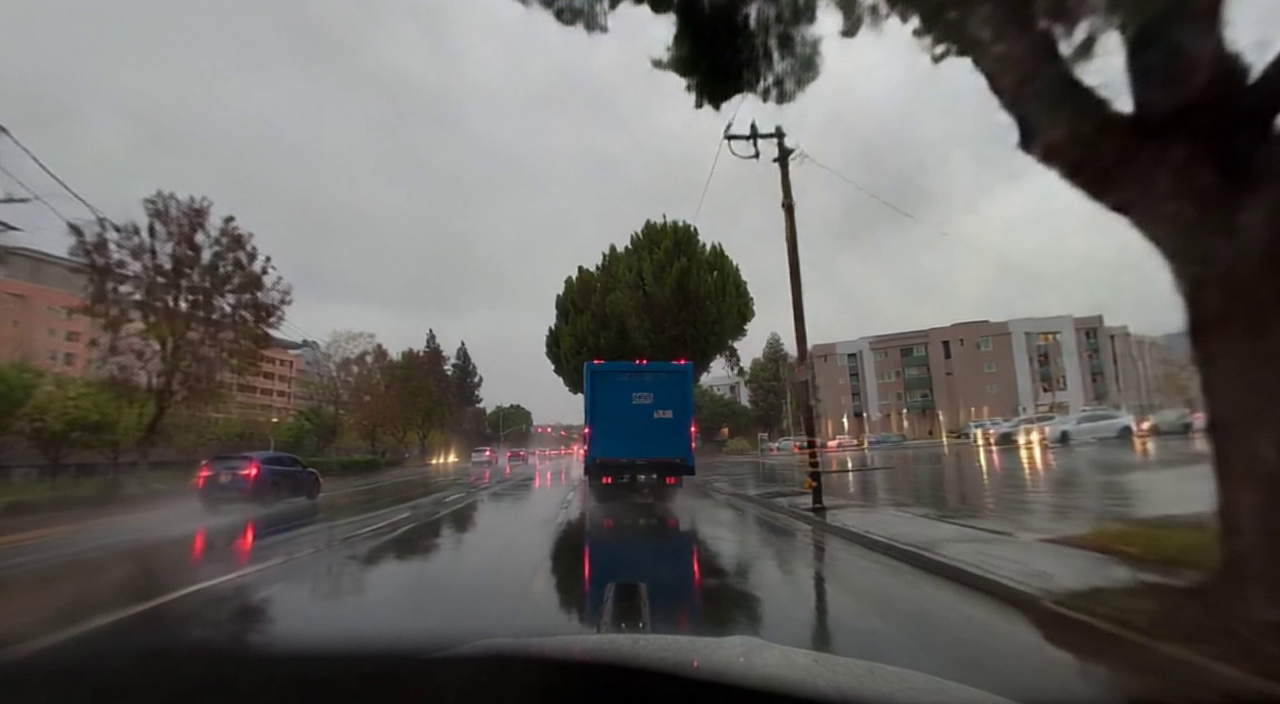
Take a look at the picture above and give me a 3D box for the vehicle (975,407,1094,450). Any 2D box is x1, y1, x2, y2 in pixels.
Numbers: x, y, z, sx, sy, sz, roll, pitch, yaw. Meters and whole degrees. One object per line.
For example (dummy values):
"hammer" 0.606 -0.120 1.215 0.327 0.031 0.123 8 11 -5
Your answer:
"vehicle" 17.984 3.583 28.948 1.880 1.804 4.679 1 -9 -9

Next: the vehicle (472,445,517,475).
"vehicle" -9.226 6.849 40.163 2.095 1.759 4.433 0 -9 -3

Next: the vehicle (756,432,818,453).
"vehicle" 11.441 7.041 48.914 4.321 1.579 1.823 1 -8 -4

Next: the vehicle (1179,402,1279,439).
"vehicle" 28.662 3.322 30.146 1.827 1.498 3.785 -3 -9 -7

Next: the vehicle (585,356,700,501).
"vehicle" -0.321 2.577 20.318 2.905 3.644 8.807 1 -9 -5

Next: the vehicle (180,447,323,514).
"vehicle" -10.908 3.577 18.071 1.958 1.672 4.283 1 -9 -10

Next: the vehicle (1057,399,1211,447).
"vehicle" 23.250 3.497 29.983 2.220 1.981 5.827 2 -9 -6
